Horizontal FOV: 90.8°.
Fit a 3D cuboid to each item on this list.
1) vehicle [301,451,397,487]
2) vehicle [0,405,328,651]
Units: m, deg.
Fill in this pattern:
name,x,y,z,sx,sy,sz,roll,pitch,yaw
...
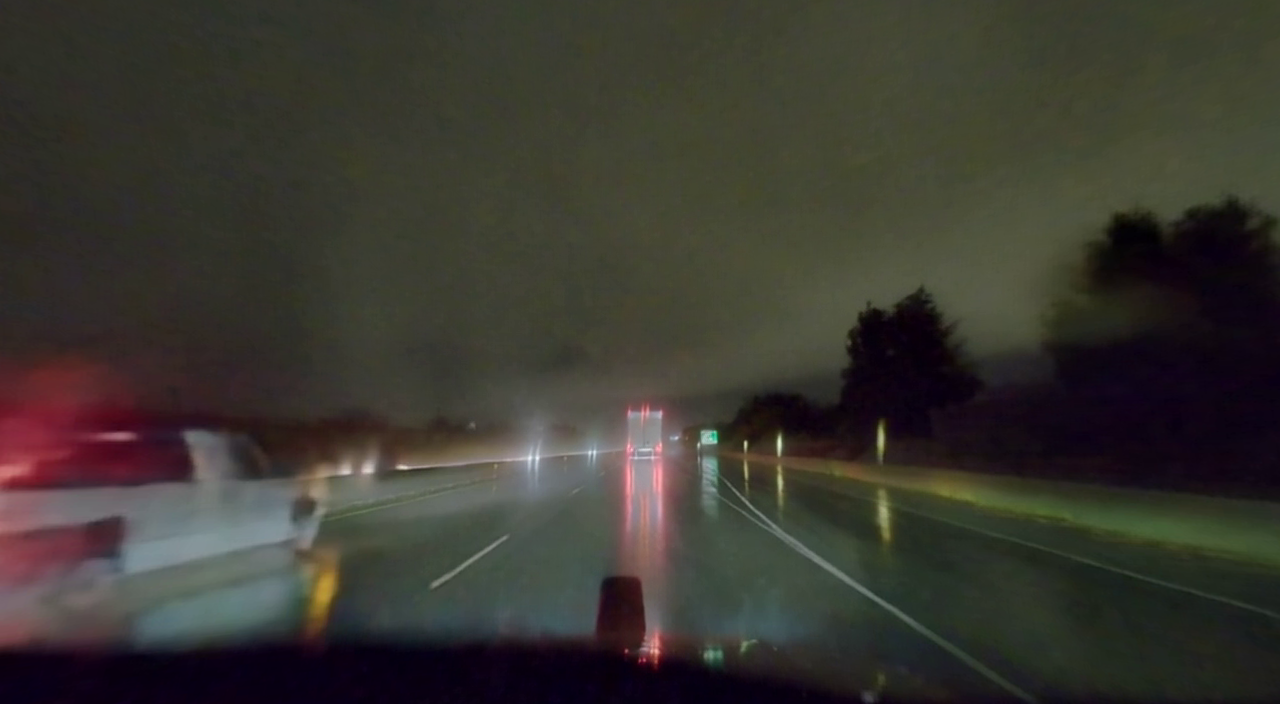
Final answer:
name,x,y,z,sx,sy,sz,roll,pitch,yaw
vehicle,-13.101,5.261,28.772,2.100,1.468,4.684,0,-9,1
vehicle,-5.283,1.467,5.997,2.016,1.636,4.964,0,-9,1
